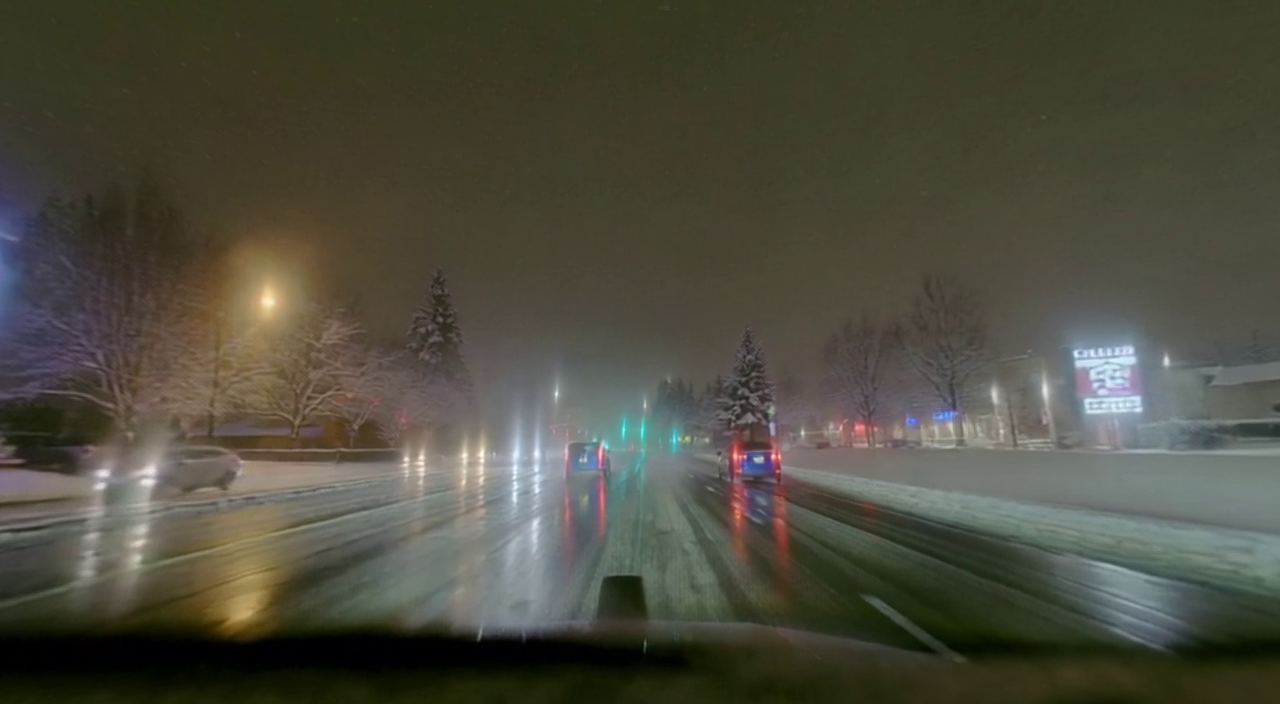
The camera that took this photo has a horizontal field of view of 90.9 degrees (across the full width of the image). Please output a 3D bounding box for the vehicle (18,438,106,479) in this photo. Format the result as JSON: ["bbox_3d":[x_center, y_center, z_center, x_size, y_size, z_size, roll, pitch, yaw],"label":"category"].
[{"bbox_3d":[-40.299,7.433,44.070,3.598,2.686,2.811,4,-9,-24],"label":"vehicle"}]

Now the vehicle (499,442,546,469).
[{"bbox_3d":[-6.706,5.938,36.417,1.993,1.444,3.965,0,-8,-1],"label":"vehicle"}]

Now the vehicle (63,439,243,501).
[{"bbox_3d":[-15.307,3.682,20.239,2.052,1.729,4.598,0,-8,0],"label":"vehicle"}]

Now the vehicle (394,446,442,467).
[{"bbox_3d":[-16.056,7.564,45.838,1.841,1.479,4.286,0,-8,1],"label":"vehicle"}]

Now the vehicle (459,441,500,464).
[{"bbox_3d":[-11.989,7.548,47.411,1.944,1.662,4.160,0,-8,1],"label":"vehicle"}]

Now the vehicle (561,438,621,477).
[{"bbox_3d":[-2.008,4.456,26.943,2.001,1.504,4.212,-1,-8,3],"label":"vehicle"}]

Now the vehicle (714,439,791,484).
[{"bbox_3d":[4.034,3.985,23.347,1.977,1.474,4.399,0,-8,-1],"label":"vehicle"}]
